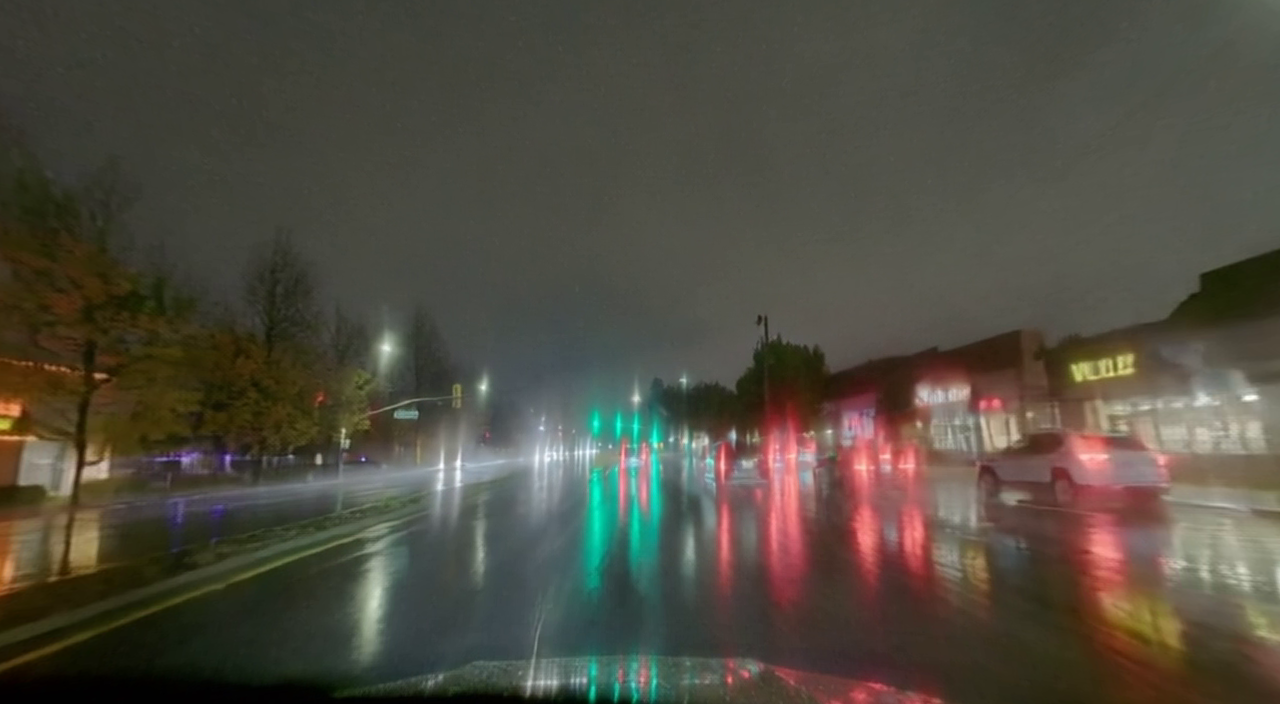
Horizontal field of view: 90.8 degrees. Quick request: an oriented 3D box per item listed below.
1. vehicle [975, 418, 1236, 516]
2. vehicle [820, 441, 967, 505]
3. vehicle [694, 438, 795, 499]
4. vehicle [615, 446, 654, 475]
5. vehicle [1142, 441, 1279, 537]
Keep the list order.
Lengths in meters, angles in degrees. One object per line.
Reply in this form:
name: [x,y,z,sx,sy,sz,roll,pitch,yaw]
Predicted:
vehicle: [10.470,2.631,14.920,2.248,1.899,4.942,0,-9,-2]
vehicle: [6.598,3.182,17.100,1.952,1.449,4.544,0,-9,-2]
vehicle: [2.942,3.405,18.867,2.072,1.545,4.578,0,-9,-2]
vehicle: [-0.309,5.957,34.929,2.052,1.461,4.324,0,-9,0]
vehicle: [10.486,2.091,9.764,1.763,1.430,4.427,0,-9,0]
